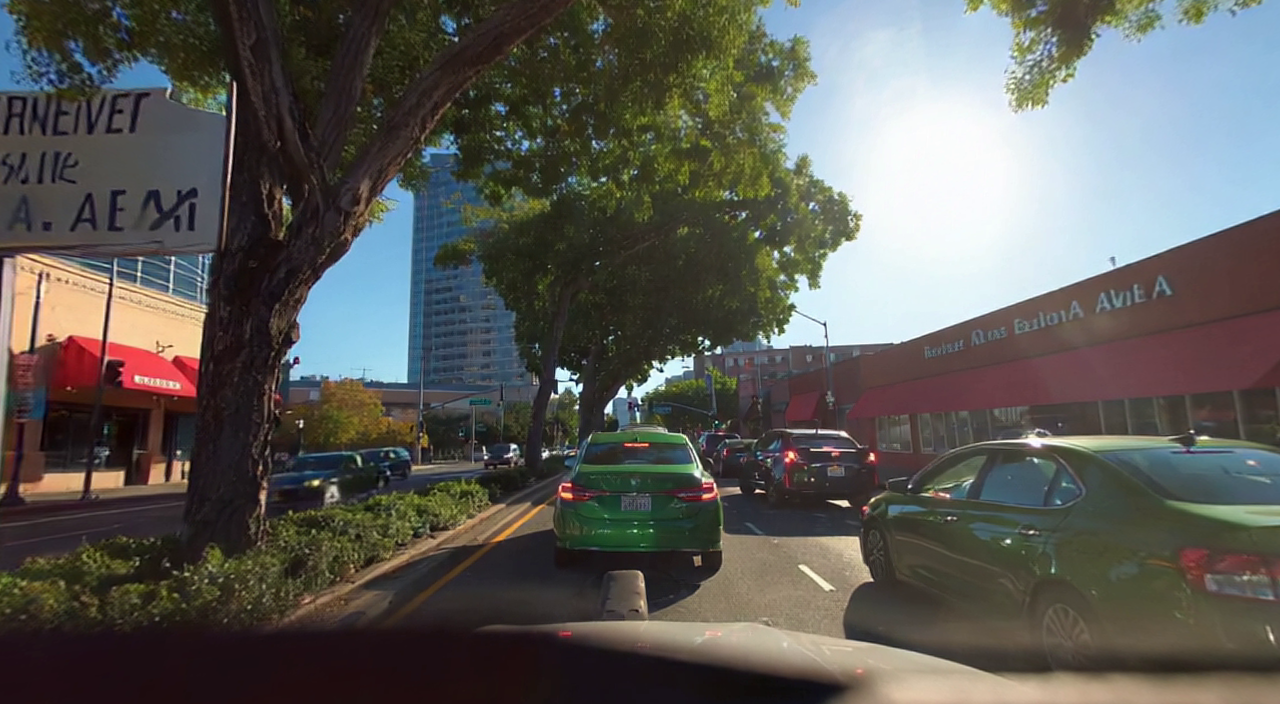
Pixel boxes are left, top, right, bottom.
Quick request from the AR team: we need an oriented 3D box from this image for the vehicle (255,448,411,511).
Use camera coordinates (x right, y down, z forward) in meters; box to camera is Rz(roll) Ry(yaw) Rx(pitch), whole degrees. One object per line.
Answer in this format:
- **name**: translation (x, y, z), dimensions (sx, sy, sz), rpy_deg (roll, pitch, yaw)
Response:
- **vehicle**: translation (-7.955, 3.310, 16.931), dimensions (1.991, 1.433, 4.261), rpy_deg (0, -9, 1)

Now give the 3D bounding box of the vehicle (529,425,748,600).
- **vehicle**: translation (-0.025, 1.653, 7.290), dimensions (1.887, 1.487, 3.535), rpy_deg (0, -9, 0)

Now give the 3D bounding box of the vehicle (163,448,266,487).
- **vehicle**: translation (-20.631, 5.546, 30.623), dimensions (4.329, 1.773, 2.072), rpy_deg (-4, -9, 25)

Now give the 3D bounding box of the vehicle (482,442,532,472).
- **vehicle**: translation (-8.135, 6.446, 39.065), dimensions (2.079, 1.695, 4.374), rpy_deg (0, -9, 0)

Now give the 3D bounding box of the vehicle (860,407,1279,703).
- **vehicle**: translation (3.312, 1.257, 4.480), dimensions (1.988, 1.480, 4.195), rpy_deg (0, -9, 0)

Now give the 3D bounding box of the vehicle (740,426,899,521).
- **vehicle**: translation (3.534, 2.484, 13.414), dimensions (2.025, 1.660, 4.263), rpy_deg (0, -9, -1)
